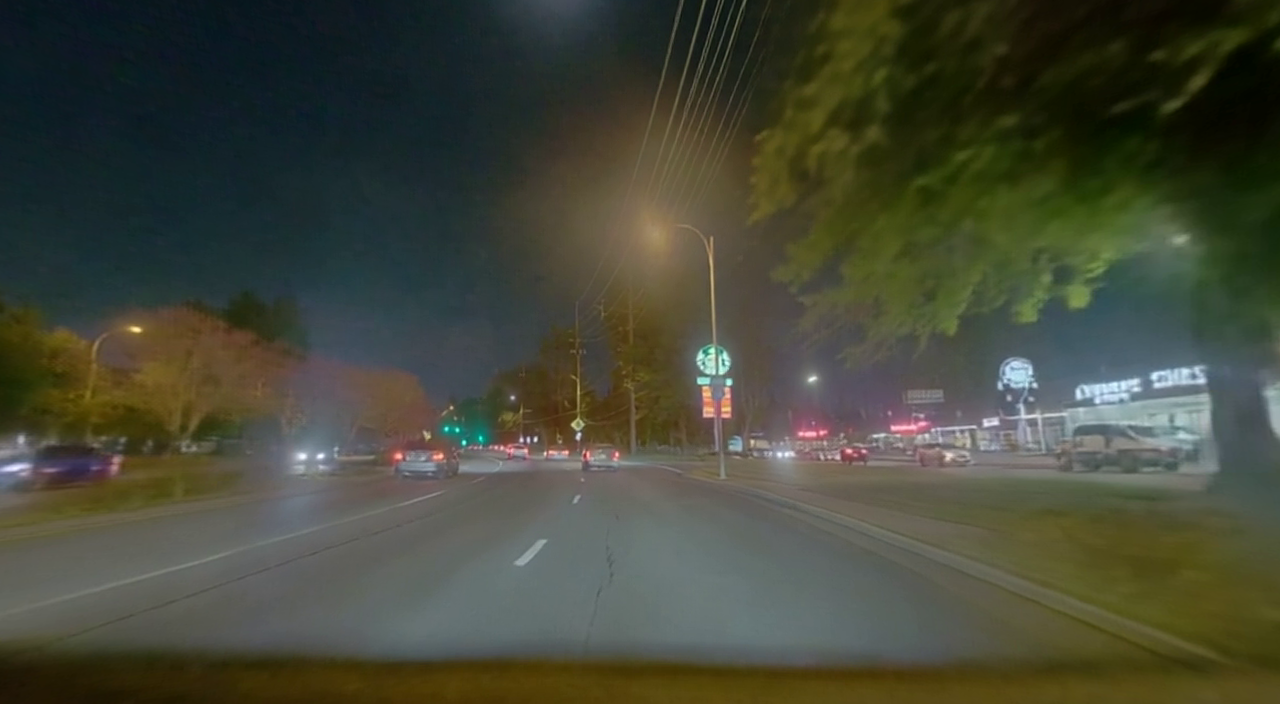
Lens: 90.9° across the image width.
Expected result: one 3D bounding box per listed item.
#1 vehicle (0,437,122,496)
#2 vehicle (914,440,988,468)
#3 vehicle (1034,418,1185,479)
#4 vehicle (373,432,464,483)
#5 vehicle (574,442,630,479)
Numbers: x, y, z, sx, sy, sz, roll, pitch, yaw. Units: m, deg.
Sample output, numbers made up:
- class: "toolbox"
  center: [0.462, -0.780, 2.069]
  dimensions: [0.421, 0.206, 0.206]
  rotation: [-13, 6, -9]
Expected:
- class: "vehicle"
  center: [-22.859, 4.278, 23.817]
  dimensions: [2.236, 1.962, 5.539]
  rotation: [-1, -8, -5]
- class: "vehicle"
  center: [17.520, 5.757, 35.816]
  dimensions: [1.795, 1.485, 4.601]
  rotation: [0, -8, -1]
- class: "vehicle"
  center: [16.612, 3.564, 22.708]
  dimensions: [1.863, 1.889, 4.839]
  rotation: [-2, -11, 4]
- class: "vehicle"
  center: [-8.393, 4.048, 24.386]
  dimensions: [2.195, 1.752, 4.515]
  rotation: [1, -9, -5]
- class: "vehicle"
  center: [-1.756, 4.685, 27.602]
  dimensions: [2.130, 1.476, 4.453]
  rotation: [1, -9, -8]
